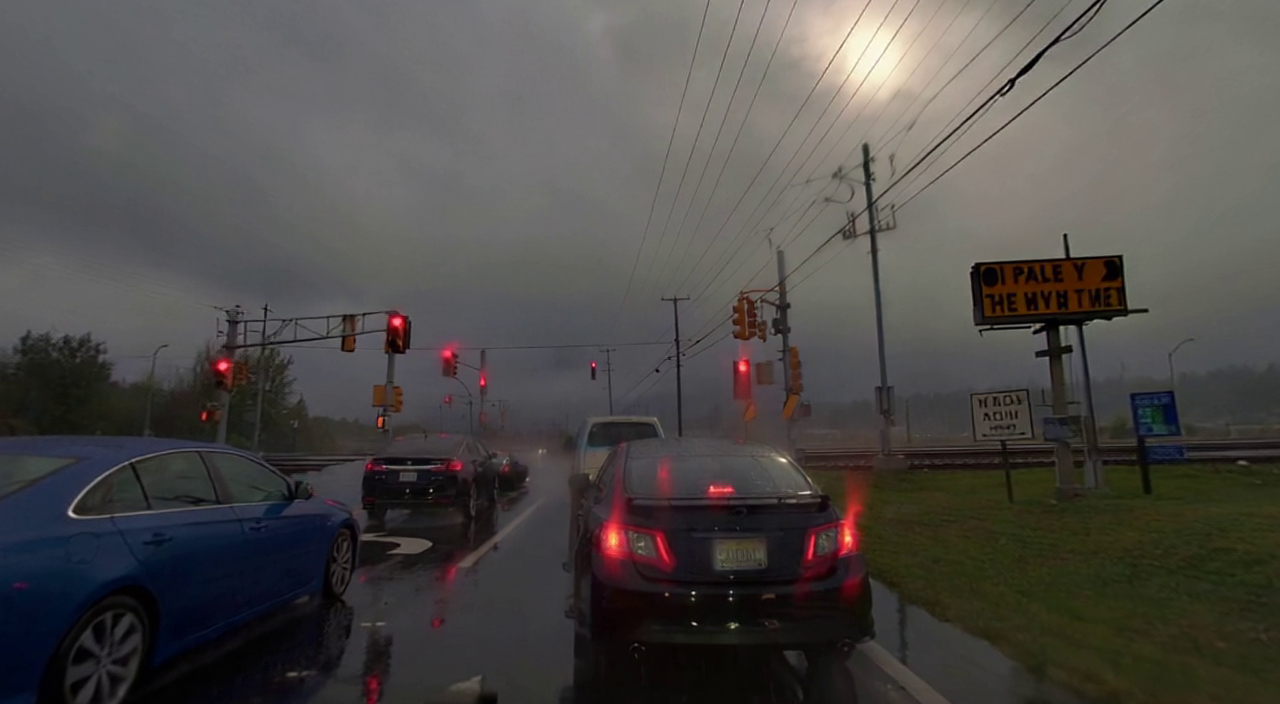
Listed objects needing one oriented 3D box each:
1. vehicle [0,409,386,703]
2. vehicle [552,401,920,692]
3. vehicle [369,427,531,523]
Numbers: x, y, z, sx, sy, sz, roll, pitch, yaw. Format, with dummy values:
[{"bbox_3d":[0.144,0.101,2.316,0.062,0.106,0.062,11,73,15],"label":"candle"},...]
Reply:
[{"bbox_3d":[-3.712,1.247,4.437,1.956,1.468,4.585,0,-9,0],"label":"vehicle"},{"bbox_3d":[0.406,1.336,5.455,1.998,1.529,3.960,1,-9,-4],"label":"vehicle"},{"bbox_3d":[-3.369,2.262,12.076,1.984,1.505,3.982,0,-9,-2],"label":"vehicle"}]
